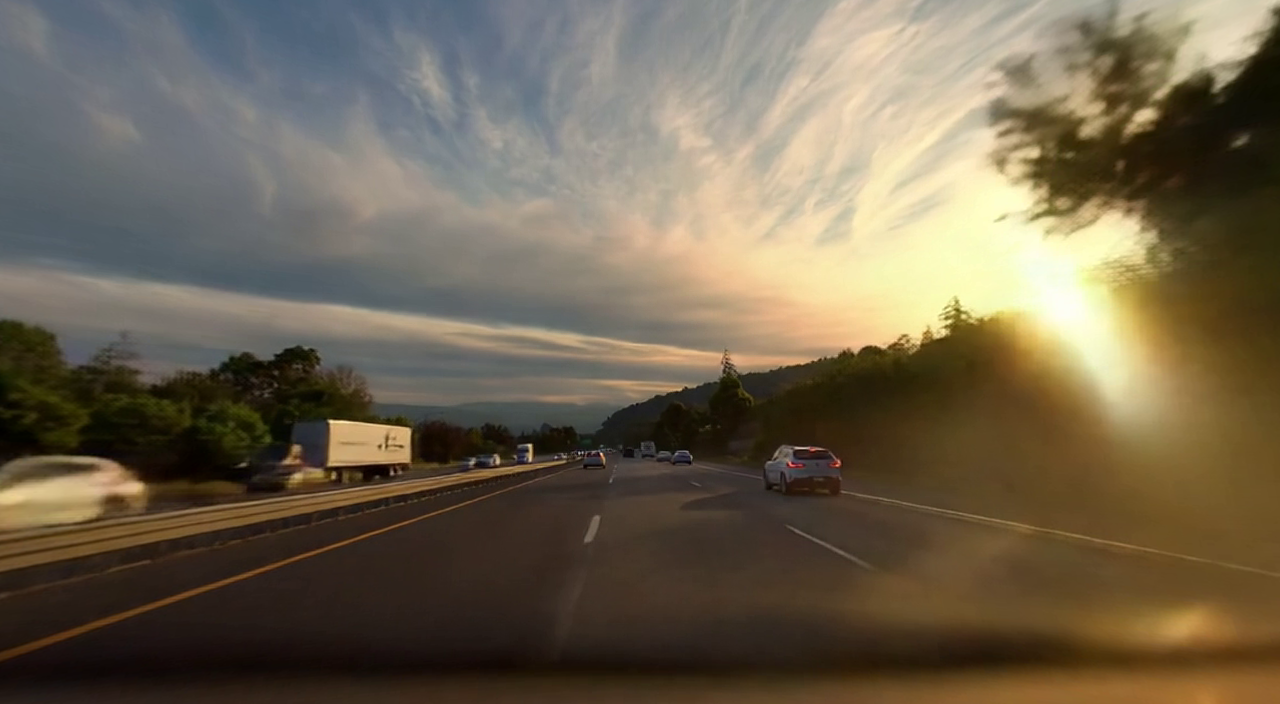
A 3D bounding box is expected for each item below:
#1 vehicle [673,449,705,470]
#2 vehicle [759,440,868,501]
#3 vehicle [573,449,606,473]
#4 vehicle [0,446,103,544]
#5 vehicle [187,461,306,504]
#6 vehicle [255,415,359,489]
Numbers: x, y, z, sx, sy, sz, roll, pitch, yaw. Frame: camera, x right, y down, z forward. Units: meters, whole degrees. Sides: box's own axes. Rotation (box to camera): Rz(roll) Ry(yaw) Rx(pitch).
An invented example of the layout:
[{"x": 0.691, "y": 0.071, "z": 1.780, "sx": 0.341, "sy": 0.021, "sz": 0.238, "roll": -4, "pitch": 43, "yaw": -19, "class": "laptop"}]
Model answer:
[{"x": 3.540, "y": 7.894, "z": 46.459, "sx": 1.846, "sy": 1.480, "sz": 3.694, "roll": 0, "pitch": -9, "yaw": -3, "class": "vehicle"}, {"x": 4.907, "y": 3.392, "z": 18.432, "sx": 1.903, "sy": 1.566, "sz": 3.866, "roll": 0, "pitch": -9, "yaw": -3, "class": "vehicle"}, {"x": -3.359, "y": 7.317, "z": 42.718, "sx": 2.021, "sy": 1.507, "sz": 4.272, "roll": 0, "pitch": -9, "yaw": -1, "class": "vehicle"}, {"x": -11.255, "y": 2.244, "z": 9.766, "sx": 1.957, "sy": 1.567, "sz": 4.514, "roll": 0, "pitch": -9, "yaw": -1, "class": "vehicle"}, {"x": -15.340, "y": 5.080, "z": 24.947, "sx": 1.939, "sy": 1.447, "sz": 4.463, "roll": 0, "pitch": -9, "yaw": -2, "class": "vehicle"}, {"x": -19.704, "y": 5.955, "z": 37.821, "sx": 2.977, "sy": 4.017, "sz": 5.889, "roll": 0, "pitch": -9, "yaw": -2, "class": "vehicle"}]
